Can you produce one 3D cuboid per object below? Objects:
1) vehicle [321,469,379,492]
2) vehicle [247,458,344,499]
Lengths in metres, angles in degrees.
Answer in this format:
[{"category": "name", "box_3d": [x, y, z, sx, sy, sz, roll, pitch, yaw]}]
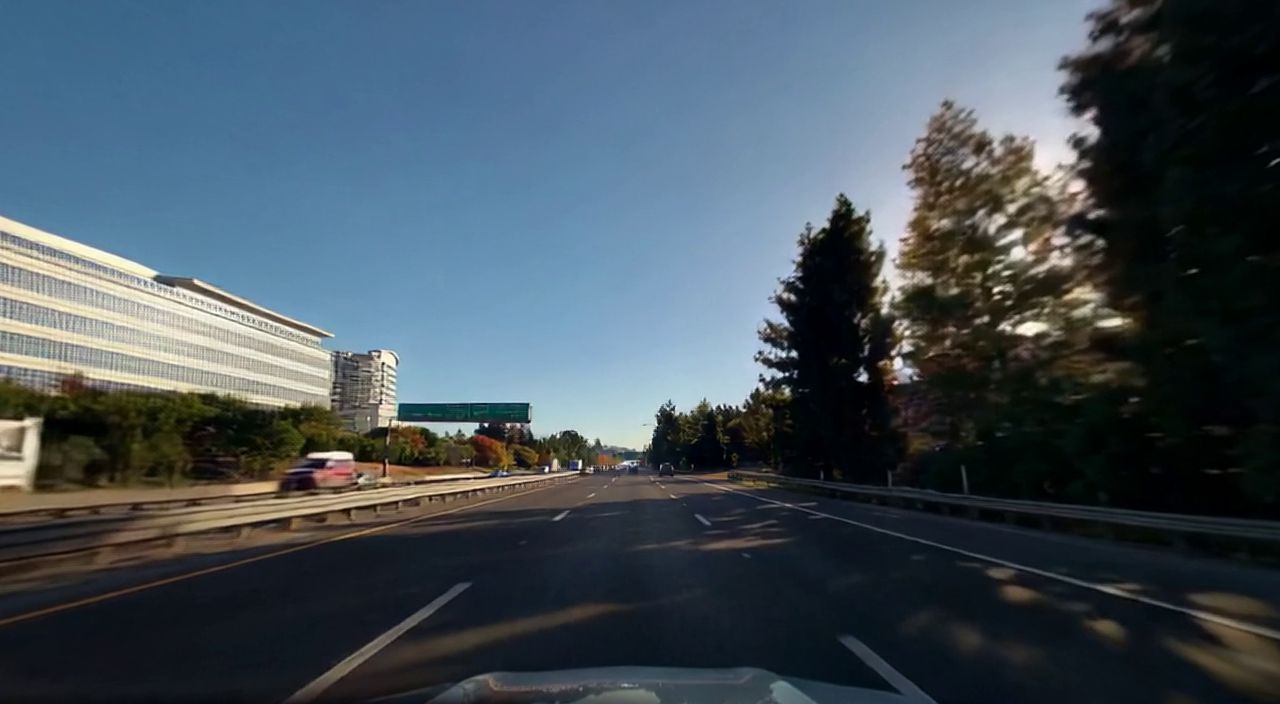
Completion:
[{"category": "vehicle", "box_3d": [-20.184, 8.960, 44.046, 1.849, 1.483, 4.542, 1, -10, 0]}, {"category": "vehicle", "box_3d": [-16.033, 5.919, 29.653, 1.941, 1.730, 4.593, 1, -10, 0]}]
